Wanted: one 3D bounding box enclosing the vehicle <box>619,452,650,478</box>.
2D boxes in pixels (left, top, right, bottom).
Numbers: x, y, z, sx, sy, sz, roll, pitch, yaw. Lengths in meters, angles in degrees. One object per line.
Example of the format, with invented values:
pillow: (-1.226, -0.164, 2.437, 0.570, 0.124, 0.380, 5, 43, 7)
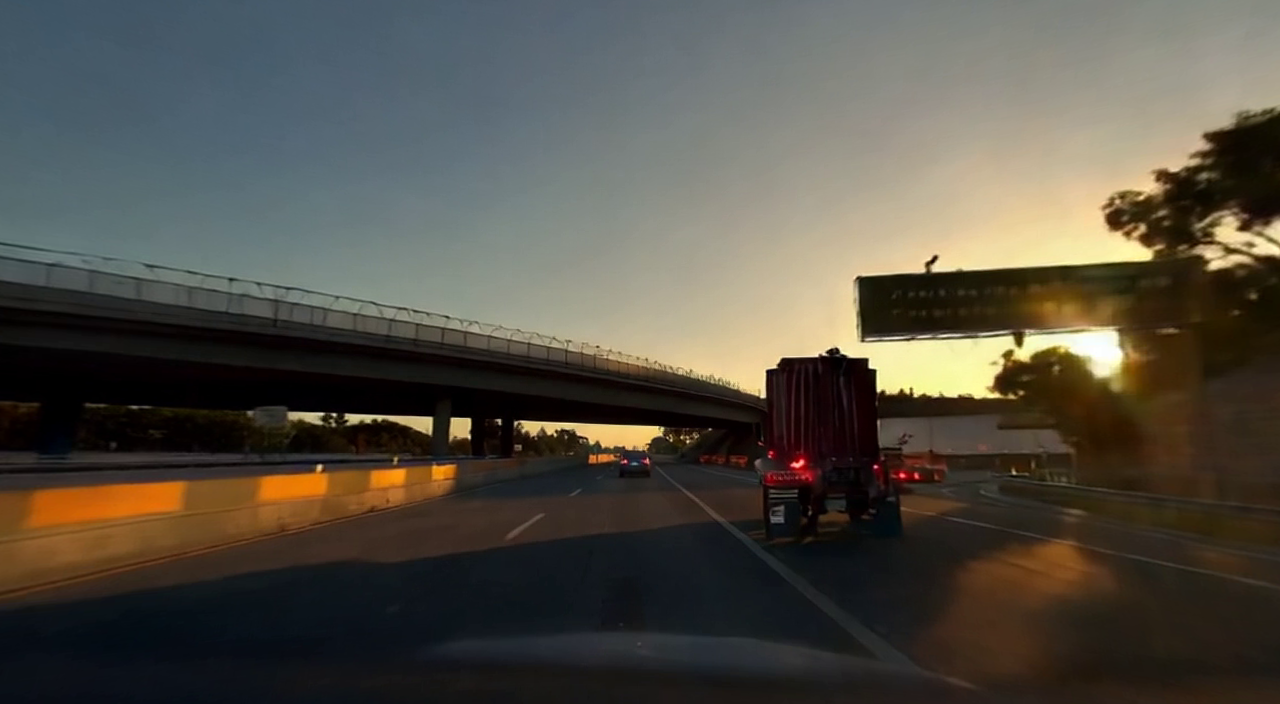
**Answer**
vehicle: (-0.286, 6.671, 37.521, 1.695, 1.437, 3.506, 0, -9, 1)
